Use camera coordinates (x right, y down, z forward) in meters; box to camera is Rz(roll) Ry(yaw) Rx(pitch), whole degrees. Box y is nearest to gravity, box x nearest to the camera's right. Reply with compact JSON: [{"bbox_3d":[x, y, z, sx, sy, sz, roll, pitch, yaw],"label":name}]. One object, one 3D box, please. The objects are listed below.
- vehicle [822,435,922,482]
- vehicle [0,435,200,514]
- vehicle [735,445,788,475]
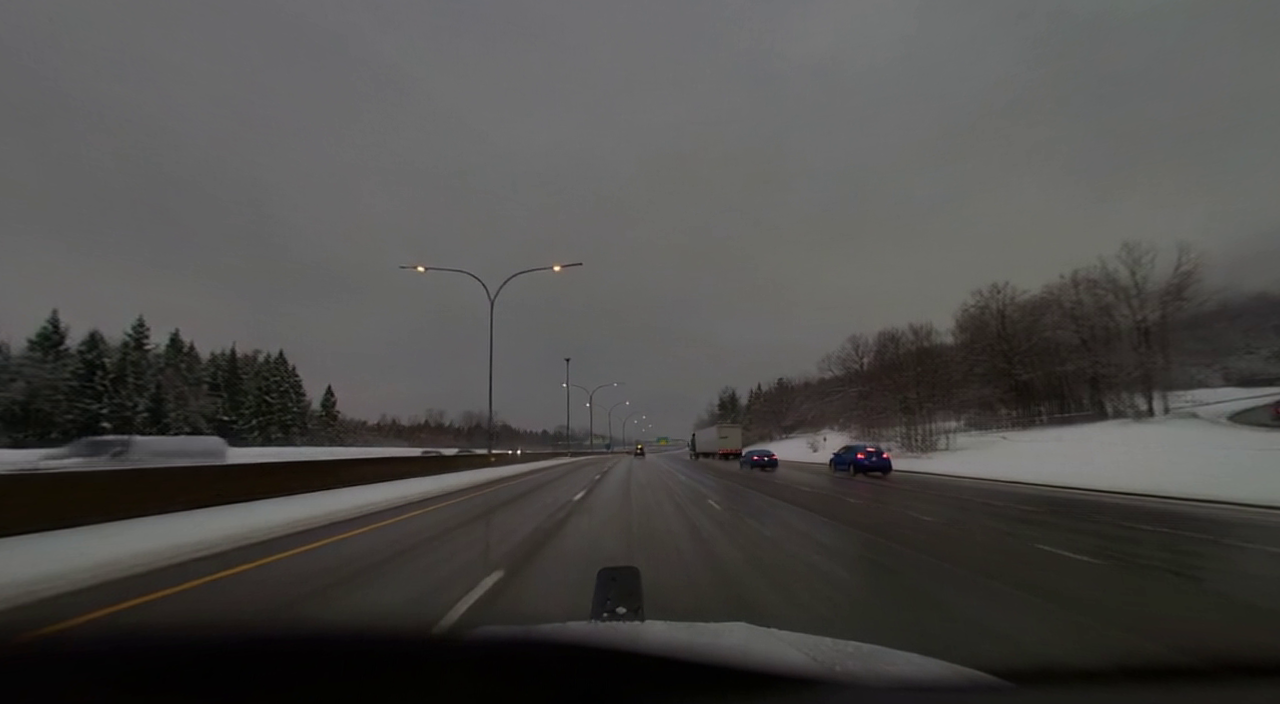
[{"bbox_3d":[10.503,4.886,29.081,2.387,1.936,5.646,0,-9,-1],"label":"vehicle"},{"bbox_3d":[-17.162,3.601,19.176,2.851,1.978,6.334,0,-9,1],"label":"vehicle"},{"bbox_3d":[6.776,6.043,35.575,2.053,1.553,4.463,0,-9,-1],"label":"vehicle"}]
